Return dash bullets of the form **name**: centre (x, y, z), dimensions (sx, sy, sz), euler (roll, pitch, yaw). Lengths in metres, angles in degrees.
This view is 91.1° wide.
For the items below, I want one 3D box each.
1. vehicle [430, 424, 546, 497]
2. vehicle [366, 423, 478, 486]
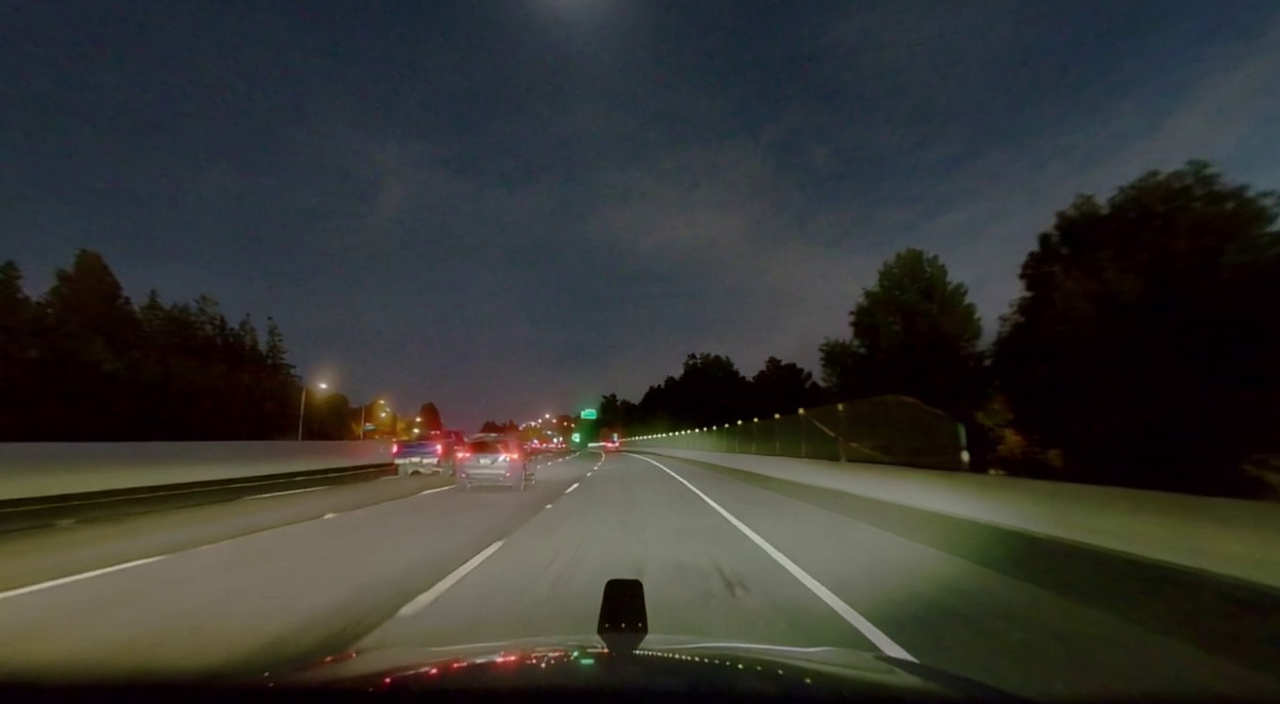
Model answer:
- **vehicle**: centre (-4.187, 3.086, 18.273), dimensions (2.142, 1.789, 5.009), euler (0, -8, 0)
- **vehicle**: centre (-7.552, 3.614, 22.419), dimensions (2.160, 1.949, 5.293), euler (0, -8, -1)
